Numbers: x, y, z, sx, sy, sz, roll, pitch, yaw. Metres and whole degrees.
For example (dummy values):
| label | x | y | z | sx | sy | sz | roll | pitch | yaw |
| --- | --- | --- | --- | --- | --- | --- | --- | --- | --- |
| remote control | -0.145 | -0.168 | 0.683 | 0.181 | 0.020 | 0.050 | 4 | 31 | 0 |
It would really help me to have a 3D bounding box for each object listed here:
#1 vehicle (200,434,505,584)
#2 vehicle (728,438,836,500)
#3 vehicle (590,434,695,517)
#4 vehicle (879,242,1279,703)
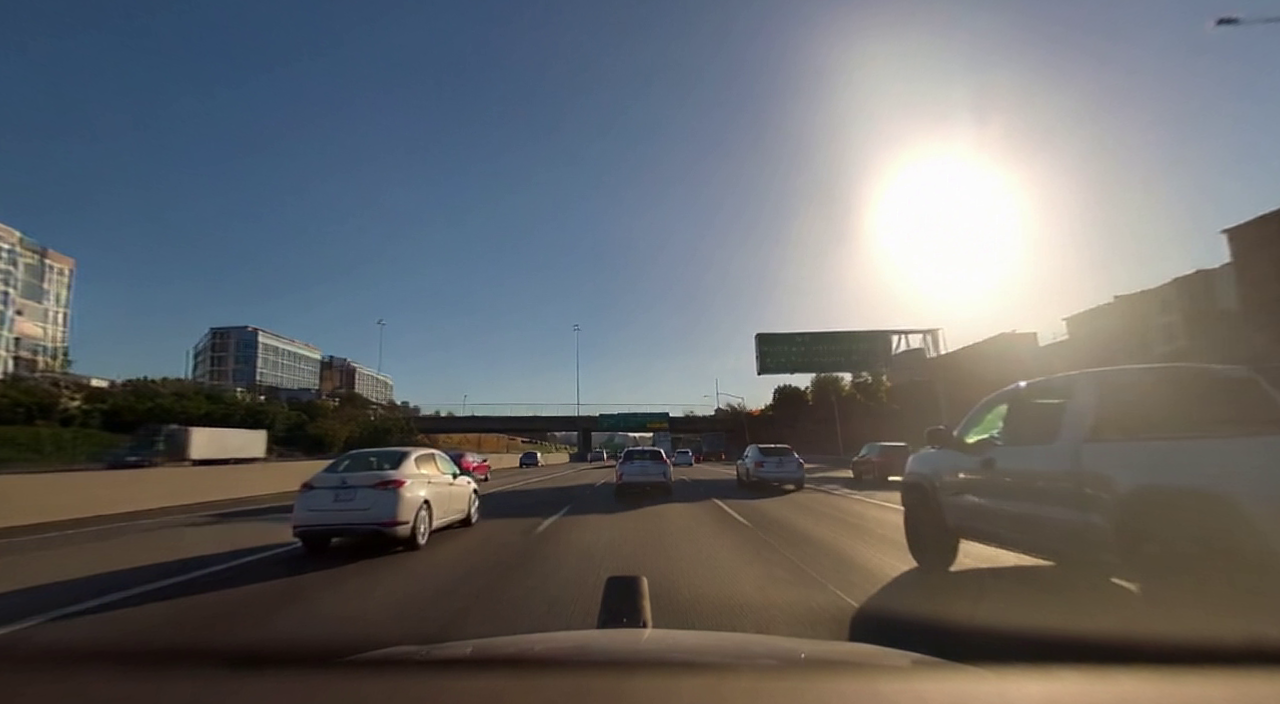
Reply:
| label | x | y | z | sx | sy | sz | roll | pitch | yaw |
| --- | --- | --- | --- | --- | --- | --- | --- | --- | --- |
| vehicle | -3.471 | 1.984 | 8.855 | 2.011 | 1.510 | 4.698 | -1 | -9 | 1 |
| vehicle | 4.136 | 3.483 | 19.078 | 2.210 | 1.625 | 4.249 | 0 | -9 | -1 |
| vehicle | 0.050 | 2.796 | 14.670 | 2.099 | 1.640 | 4.134 | 0 | -9 | 0 |
| vehicle | 3.882 | 0.771 | 3.539 | 2.732 | 2.065 | 5.826 | 0 | -9 | 0 |
